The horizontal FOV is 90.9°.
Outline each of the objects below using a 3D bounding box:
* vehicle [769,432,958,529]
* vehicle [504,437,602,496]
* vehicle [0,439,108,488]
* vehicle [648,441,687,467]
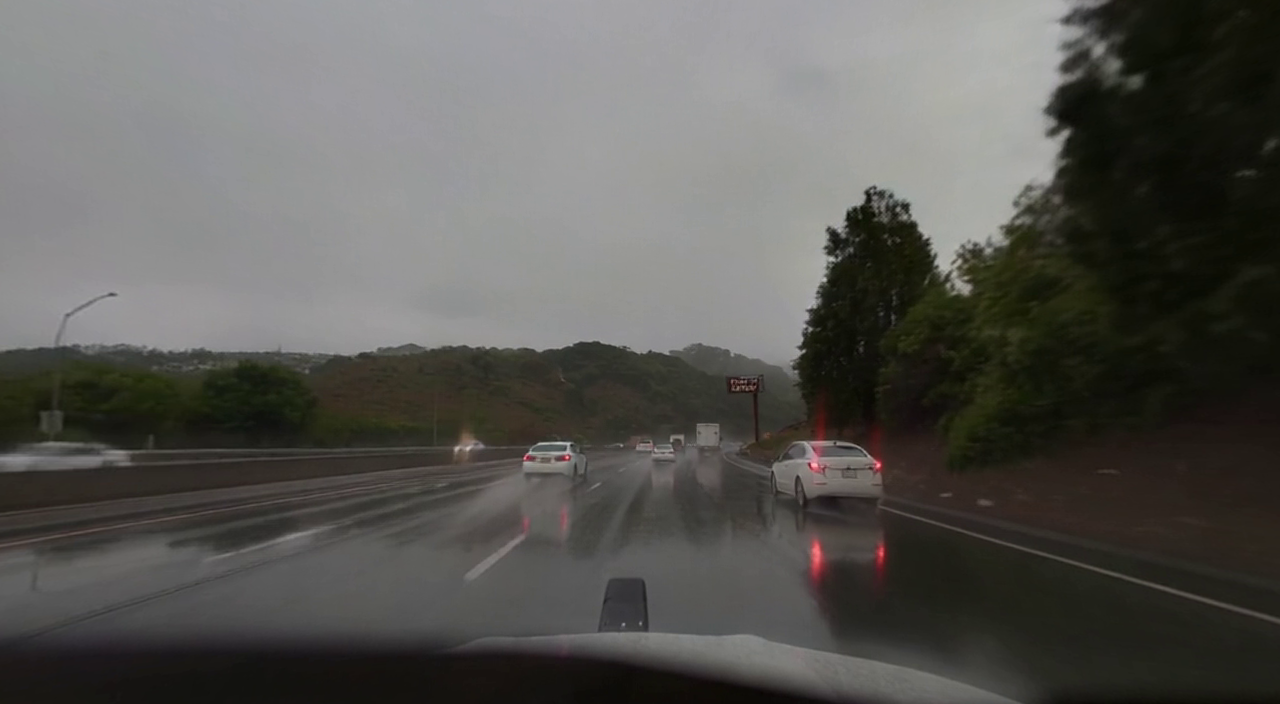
[{"bbox_3d":[3.953,2.336,12.082,2.013,1.464,4.317,1,-8,0],"label":"vehicle"},{"bbox_3d":[-2.375,3.294,18.618,2.031,1.491,4.792,-1,-8,3],"label":"vehicle"},{"bbox_3d":[-23.175,4.171,23.933,1.939,1.706,4.486,0,-8,2],"label":"vehicle"},{"bbox_3d":[1.628,6.047,37.628,2.202,1.467,3.929,-1,-8,3],"label":"vehicle"}]
